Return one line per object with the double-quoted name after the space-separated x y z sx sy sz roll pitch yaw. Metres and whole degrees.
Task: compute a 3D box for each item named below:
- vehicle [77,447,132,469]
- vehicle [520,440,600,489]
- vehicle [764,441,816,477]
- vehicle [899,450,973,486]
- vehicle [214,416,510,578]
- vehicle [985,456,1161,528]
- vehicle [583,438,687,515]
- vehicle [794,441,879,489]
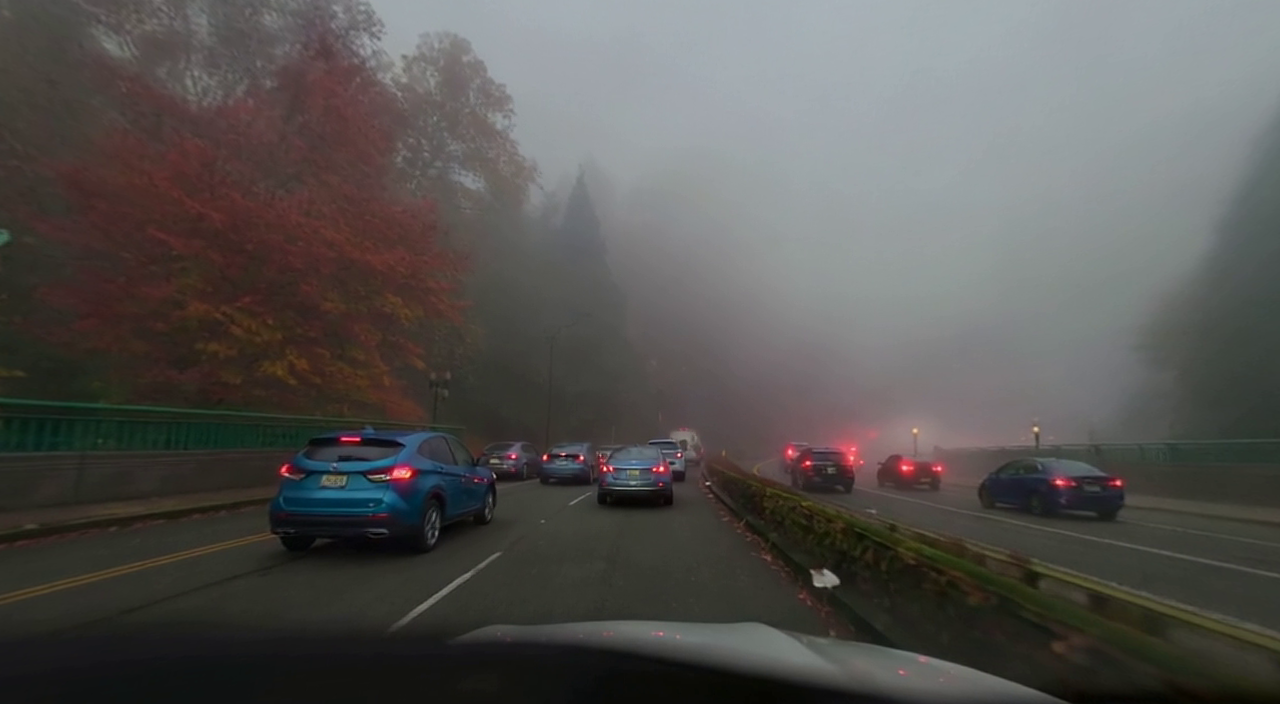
-39.890 7.847 46.893 3.667 1.465 1.735 -4 -6 24 "vehicle"
-2.764 4.037 22.922 1.974 1.549 4.603 0 -9 5 "vehicle"
8.105 5.818 34.478 2.017 1.746 4.727 0 -9 4 "vehicle"
15.717 6.159 33.698 2.087 1.745 4.673 0 -9 6 "vehicle"
-3.321 1.823 8.682 1.988 1.635 4.260 0 -9 2 "vehicle"
10.594 3.401 15.798 1.749 1.481 3.808 0 -9 1 "vehicle"
0.007 2.847 14.925 2.090 1.506 4.276 0 -9 3 "vehicle"
7.020 4.066 22.977 1.944 1.544 4.301 0 -9 3 "vehicle"
